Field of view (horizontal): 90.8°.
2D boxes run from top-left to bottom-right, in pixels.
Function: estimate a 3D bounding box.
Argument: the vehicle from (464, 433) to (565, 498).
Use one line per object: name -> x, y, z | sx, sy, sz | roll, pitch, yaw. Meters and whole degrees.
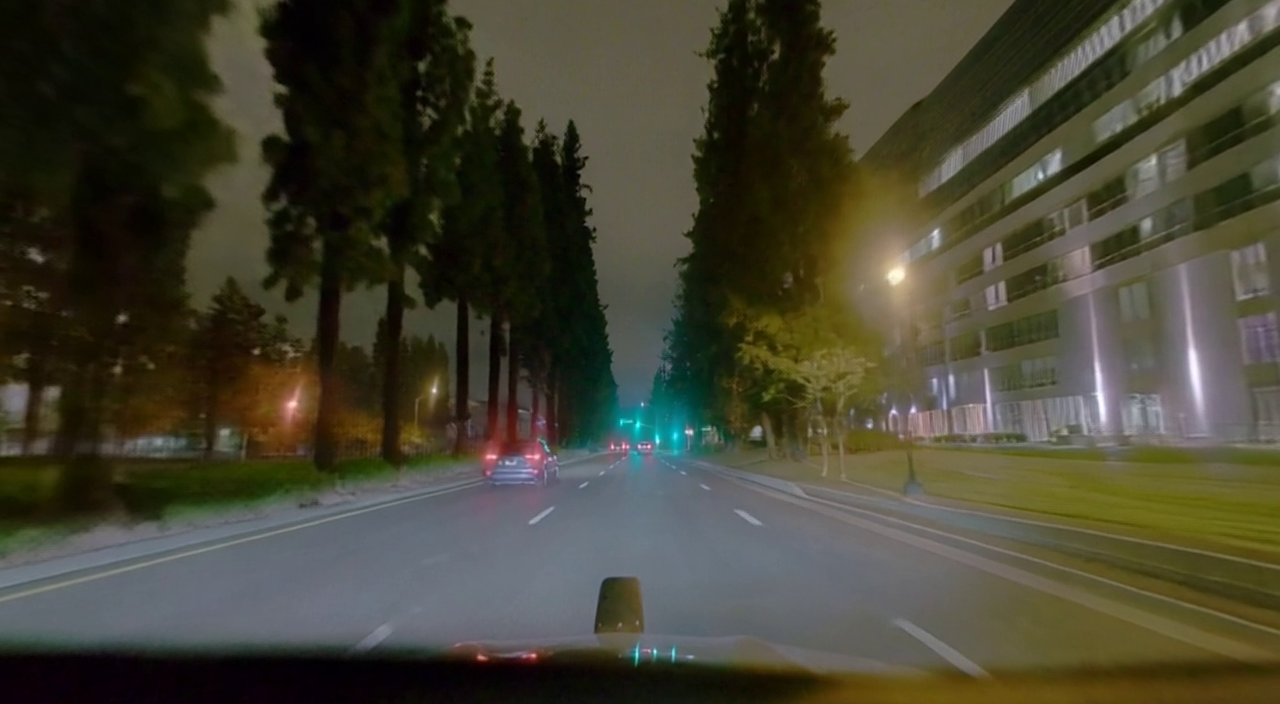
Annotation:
vehicle -> -3.367, 3.119, 17.789 | 1.942, 1.588, 4.172 | 0, -8, 1
